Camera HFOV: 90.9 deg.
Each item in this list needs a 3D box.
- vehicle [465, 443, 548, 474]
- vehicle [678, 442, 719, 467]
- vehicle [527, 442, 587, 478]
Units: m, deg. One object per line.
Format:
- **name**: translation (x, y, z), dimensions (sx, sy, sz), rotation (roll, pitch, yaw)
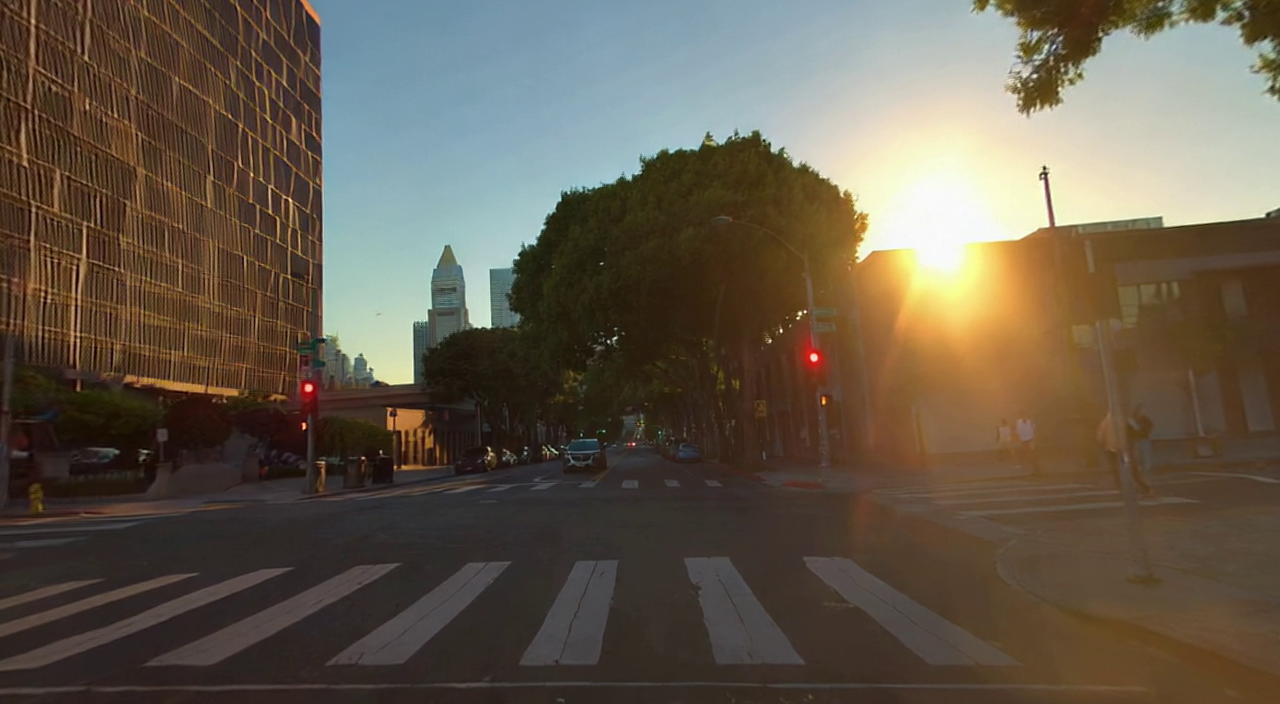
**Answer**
- **vehicle**: translation (-8.011, 6.358, 38.030), dimensions (4.526, 1.726, 1.963), rotation (8, -12, -44)
- **vehicle**: translation (3.541, 6.276, 38.860), dimensions (1.853, 1.426, 4.160), rotation (1, -8, -3)
- **vehicle**: translation (-3.670, 4.843, 28.623), dimensions (1.989, 1.481, 4.500), rotation (0, -8, 1)
